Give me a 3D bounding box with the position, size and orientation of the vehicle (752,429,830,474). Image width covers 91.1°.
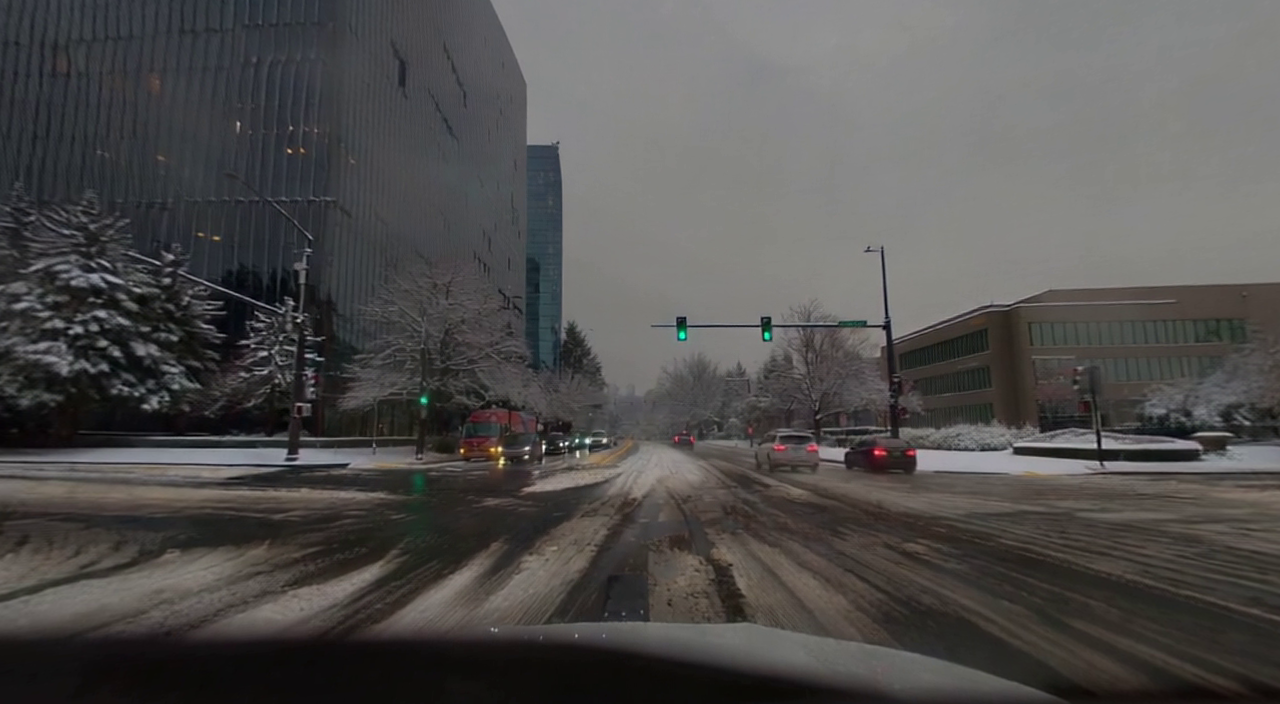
[{"bbox_3d":[6.241,4.187,26.581,2.098,1.723,4.881,0,-8,0],"label":"vehicle"}]

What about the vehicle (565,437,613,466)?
[{"bbox_3d":[-2.742,5.478,34.767,2.147,1.481,4.331,0,-8,2],"label":"vehicle"}]

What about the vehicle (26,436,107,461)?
[{"bbox_3d":[-35.488,5.980,38.958,1.628,1.448,3.621,0,-9,-2],"label":"vehicle"}]

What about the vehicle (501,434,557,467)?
[{"bbox_3d":[-6.045,5.434,34.757,2.182,1.677,4.384,0,-8,1],"label":"vehicle"}]

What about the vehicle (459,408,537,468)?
[{"bbox_3d":[-9.182,5.510,41.707,3.191,3.314,7.914,-3,-4,0],"label":"vehicle"}]

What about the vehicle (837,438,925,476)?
[{"bbox_3d":[9.965,4.363,26.304,1.896,1.463,4.296,0,-8,-1],"label":"vehicle"}]
